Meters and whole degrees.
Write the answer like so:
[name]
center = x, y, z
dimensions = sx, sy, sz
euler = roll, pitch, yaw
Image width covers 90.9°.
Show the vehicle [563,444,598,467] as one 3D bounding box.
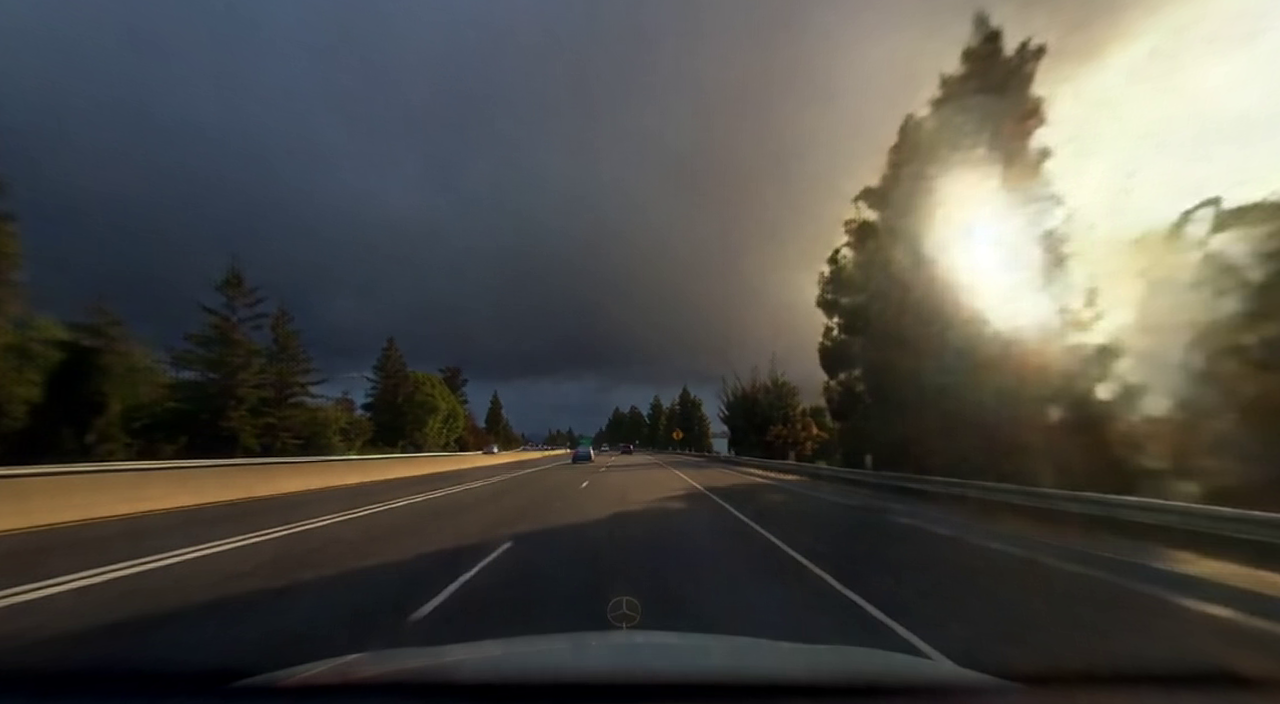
[vehicle]
center = -4.170, 7.329, 44.816
dimensions = 2.083, 1.560, 4.713
euler = 0, -9, -1
